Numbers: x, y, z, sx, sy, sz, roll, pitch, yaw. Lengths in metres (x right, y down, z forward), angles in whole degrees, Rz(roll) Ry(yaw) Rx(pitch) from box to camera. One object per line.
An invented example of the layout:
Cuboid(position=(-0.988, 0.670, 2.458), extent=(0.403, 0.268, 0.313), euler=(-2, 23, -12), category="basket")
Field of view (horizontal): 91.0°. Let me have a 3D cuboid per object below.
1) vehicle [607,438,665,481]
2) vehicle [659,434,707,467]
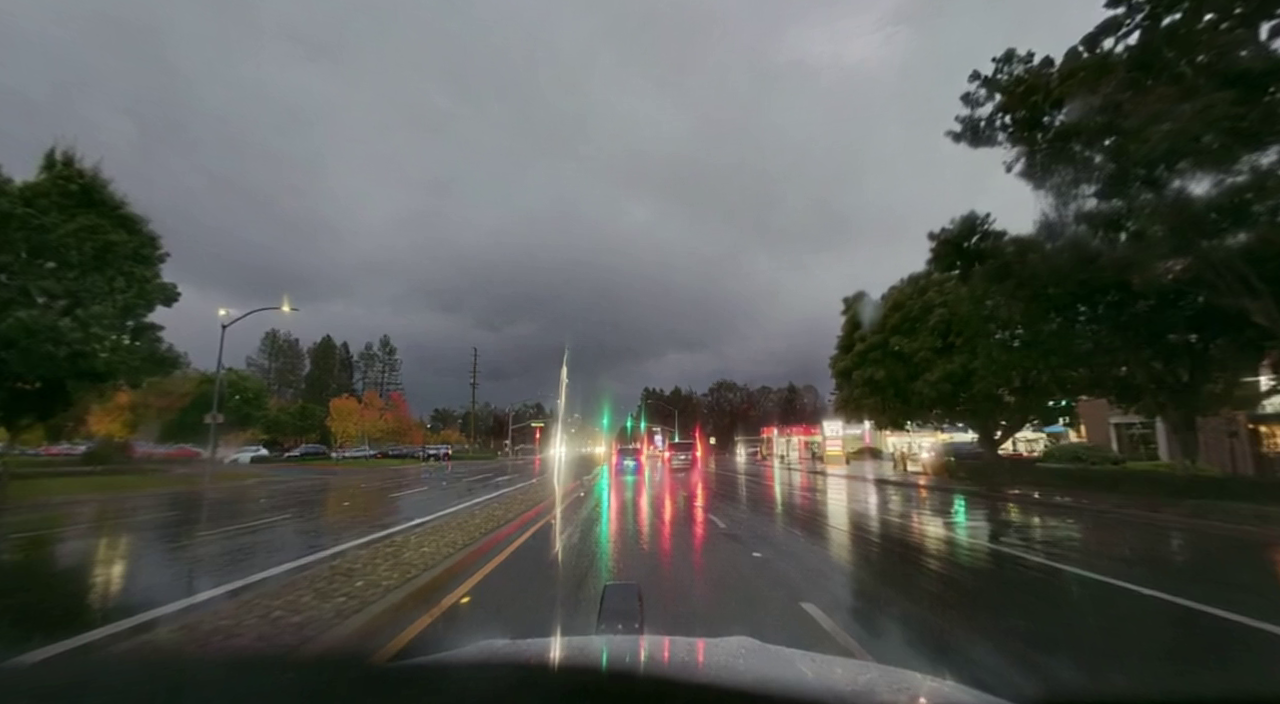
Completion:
Cuboid(position=(-0.192, 4.299, 25.348), extent=(2.145, 1.572, 4.021), euler=(0, -8, -1), category="vehicle")
Cuboid(position=(2.844, 6.748, 43.261), extent=(2.731, 2.101, 6.047), euler=(0, -8, -2), category="vehicle")
